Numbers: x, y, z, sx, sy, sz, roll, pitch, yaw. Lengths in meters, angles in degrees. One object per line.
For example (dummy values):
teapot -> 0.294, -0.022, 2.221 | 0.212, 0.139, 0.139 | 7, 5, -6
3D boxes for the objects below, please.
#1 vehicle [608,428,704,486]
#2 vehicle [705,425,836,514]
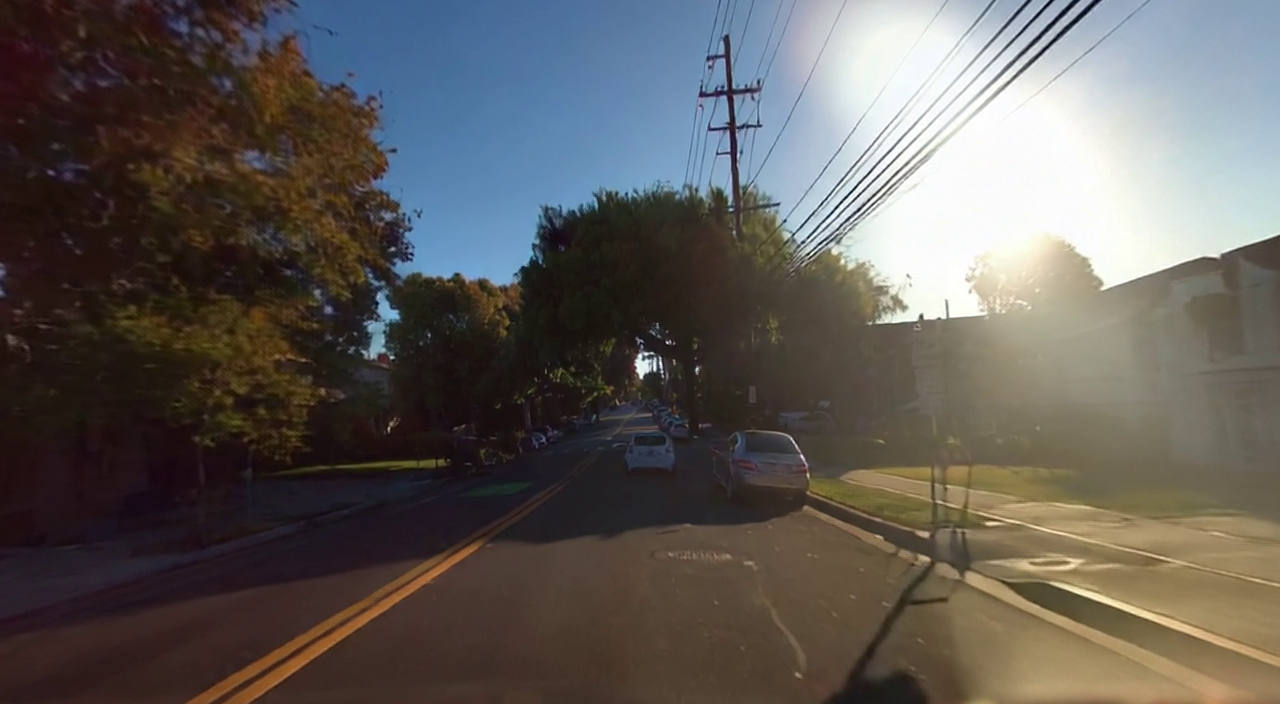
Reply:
vehicle -> 0.638, 3.113, 19.244 | 2.235, 1.500, 4.496 | 0, -7, 10
vehicle -> 2.790, 2.595, 14.643 | 1.909, 1.694, 4.472 | 0, -8, -2
